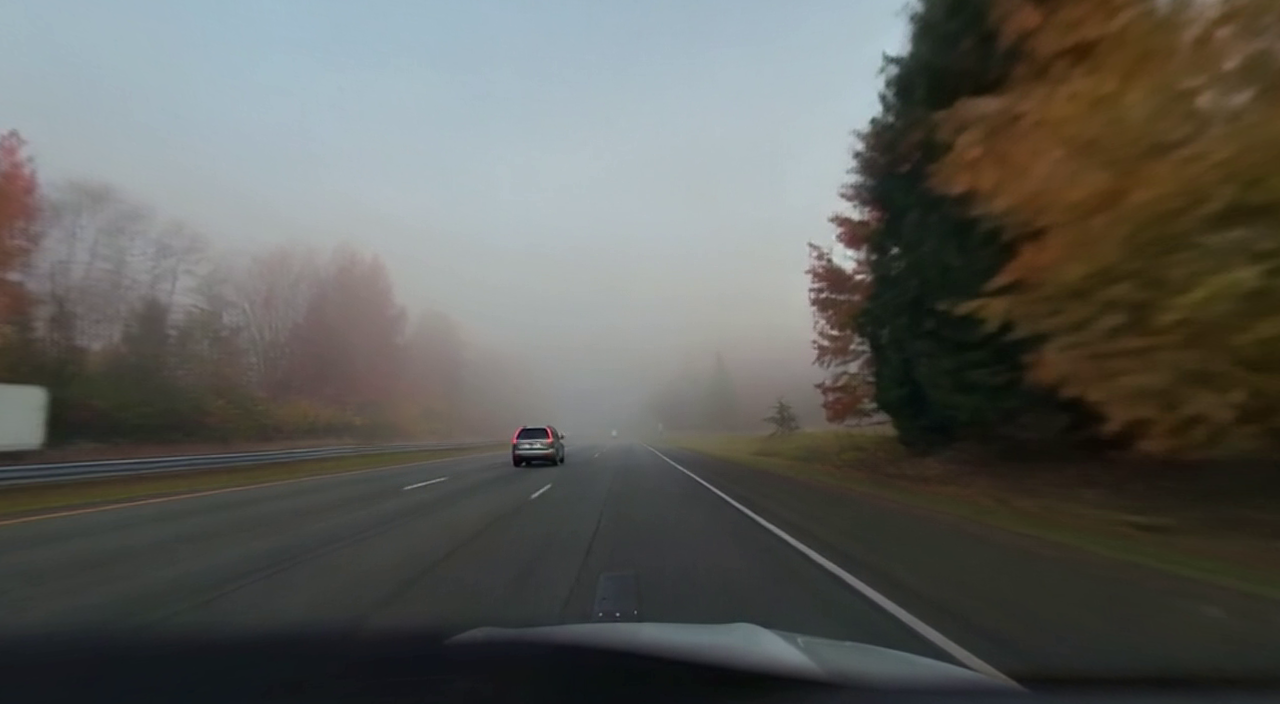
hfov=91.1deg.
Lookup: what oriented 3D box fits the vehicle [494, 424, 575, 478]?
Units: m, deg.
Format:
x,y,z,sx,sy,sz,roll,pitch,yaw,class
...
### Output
x,y,z,sx,sy,sz,roll,pitch,yaw,class
-3.506,3.379,21.786,2.057,1.666,4.552,0,-8,-1,vehicle
